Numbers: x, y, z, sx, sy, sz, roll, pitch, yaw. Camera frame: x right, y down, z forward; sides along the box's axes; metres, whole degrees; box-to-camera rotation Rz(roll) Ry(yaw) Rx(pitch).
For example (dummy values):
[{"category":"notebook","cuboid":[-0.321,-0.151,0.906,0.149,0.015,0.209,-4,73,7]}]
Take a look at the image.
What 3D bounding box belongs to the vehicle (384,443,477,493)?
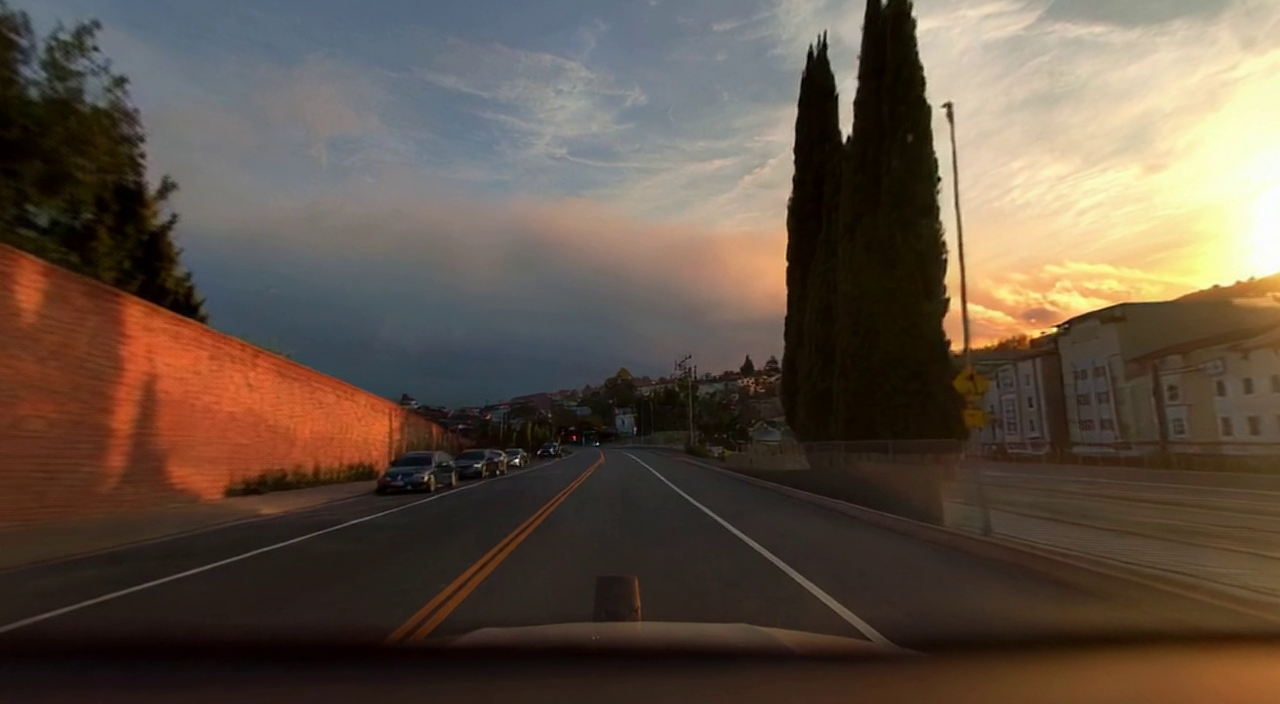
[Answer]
[{"category":"vehicle","cuboid":[-7.342,4.081,22.679,1.899,1.485,4.593,2,-8,-2]}]
